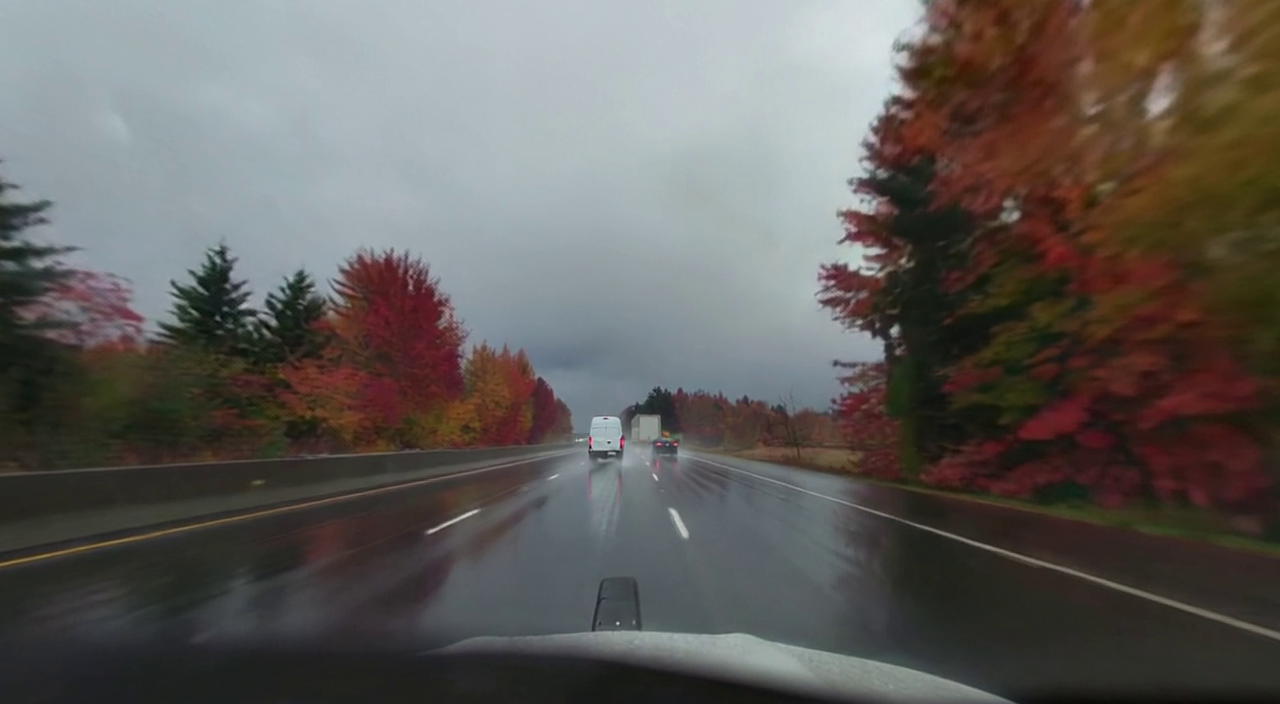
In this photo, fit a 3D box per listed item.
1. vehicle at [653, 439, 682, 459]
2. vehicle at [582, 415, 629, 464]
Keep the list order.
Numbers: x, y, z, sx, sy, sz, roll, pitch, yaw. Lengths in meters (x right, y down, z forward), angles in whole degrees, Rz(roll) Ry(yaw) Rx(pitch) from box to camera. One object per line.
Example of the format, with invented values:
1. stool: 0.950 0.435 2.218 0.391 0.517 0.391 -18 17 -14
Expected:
1. vehicle: 2.111 7.637 49.902 1.962 1.508 4.363 0 -8 -2
2. vehicle: -1.907 5.129 36.869 2.389 2.637 5.437 0 -8 1
